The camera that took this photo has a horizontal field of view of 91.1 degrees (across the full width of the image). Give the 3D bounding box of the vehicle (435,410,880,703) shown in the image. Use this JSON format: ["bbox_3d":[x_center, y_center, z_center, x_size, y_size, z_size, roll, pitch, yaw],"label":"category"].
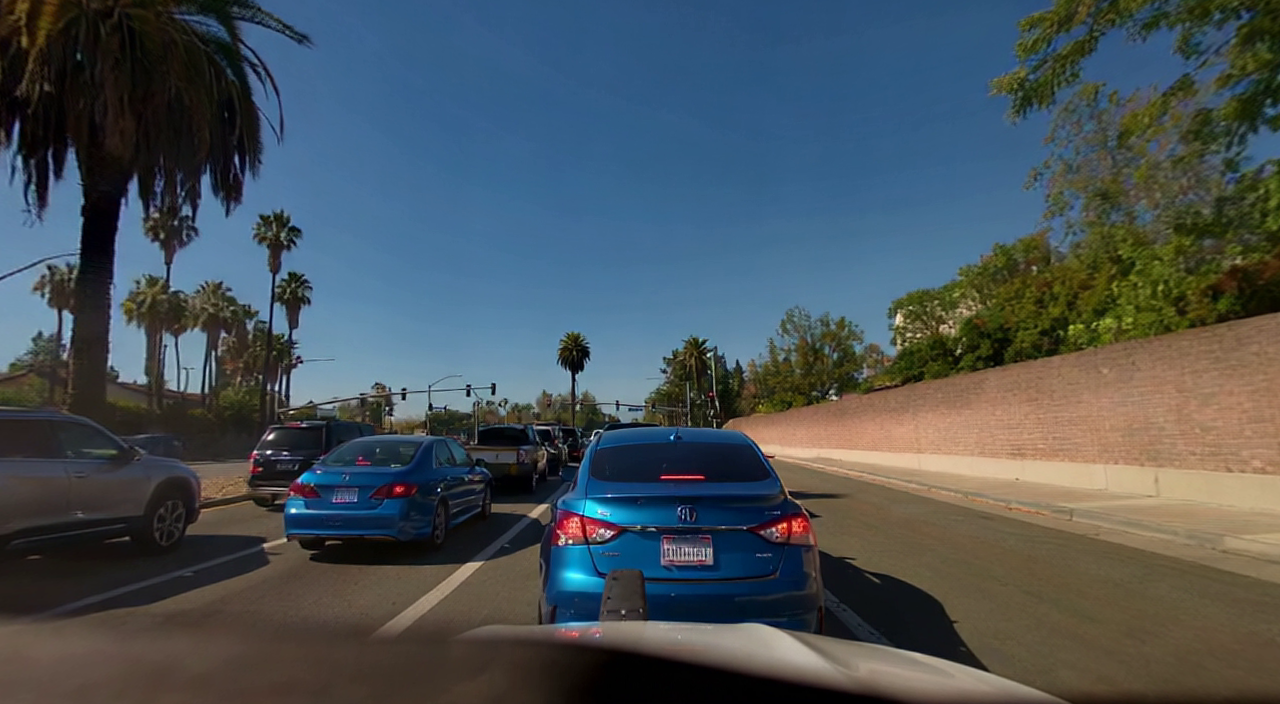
[{"bbox_3d":[0.048,1.342,5.213,2.128,1.473,4.272,0,-8,-1],"label":"vehicle"}]

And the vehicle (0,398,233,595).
[{"bbox_3d":[-6.662,1.407,6.405,1.963,1.721,4.662,0,-8,-2],"label":"vehicle"}]

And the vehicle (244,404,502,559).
[{"bbox_3d":[-3.507,1.786,9.305,2.055,1.746,4.136,0,-8,-1],"label":"vehicle"}]
